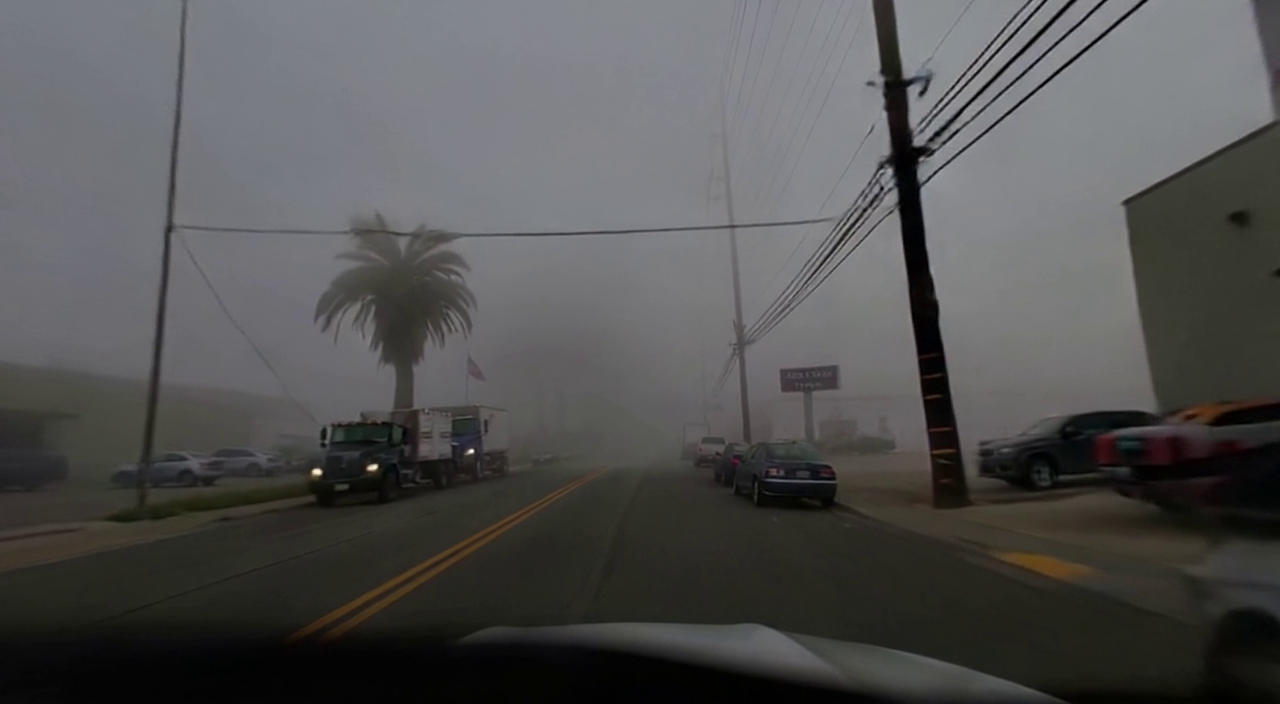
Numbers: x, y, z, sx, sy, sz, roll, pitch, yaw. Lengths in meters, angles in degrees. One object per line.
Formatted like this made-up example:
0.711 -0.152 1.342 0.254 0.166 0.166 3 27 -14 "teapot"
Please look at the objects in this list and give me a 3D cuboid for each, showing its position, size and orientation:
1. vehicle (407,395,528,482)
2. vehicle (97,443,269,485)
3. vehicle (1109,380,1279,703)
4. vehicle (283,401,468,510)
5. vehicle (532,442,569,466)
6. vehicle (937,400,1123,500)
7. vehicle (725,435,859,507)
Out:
-7.592 4.023 29.147 2.941 3.418 7.738 -1 -9 4 "vehicle"
-17.011 4.174 23.701 4.890 1.483 2.055 0 -9 1 "vehicle"
3.504 0.692 0.865 2.111 1.611 4.576 0 -9 -1 "vehicle"
-8.013 3.256 20.441 2.845 2.738 7.208 -3 -8 1 "vehicle"
-6.819 7.792 48.590 1.936 1.632 4.145 -3 -8 3 "vehicle"
9.056 2.359 15.455 2.325 1.877 5.987 -6 -9 17 "vehicle"
3.620 2.942 16.151 2.246 1.533 4.971 0 -9 1 "vehicle"
